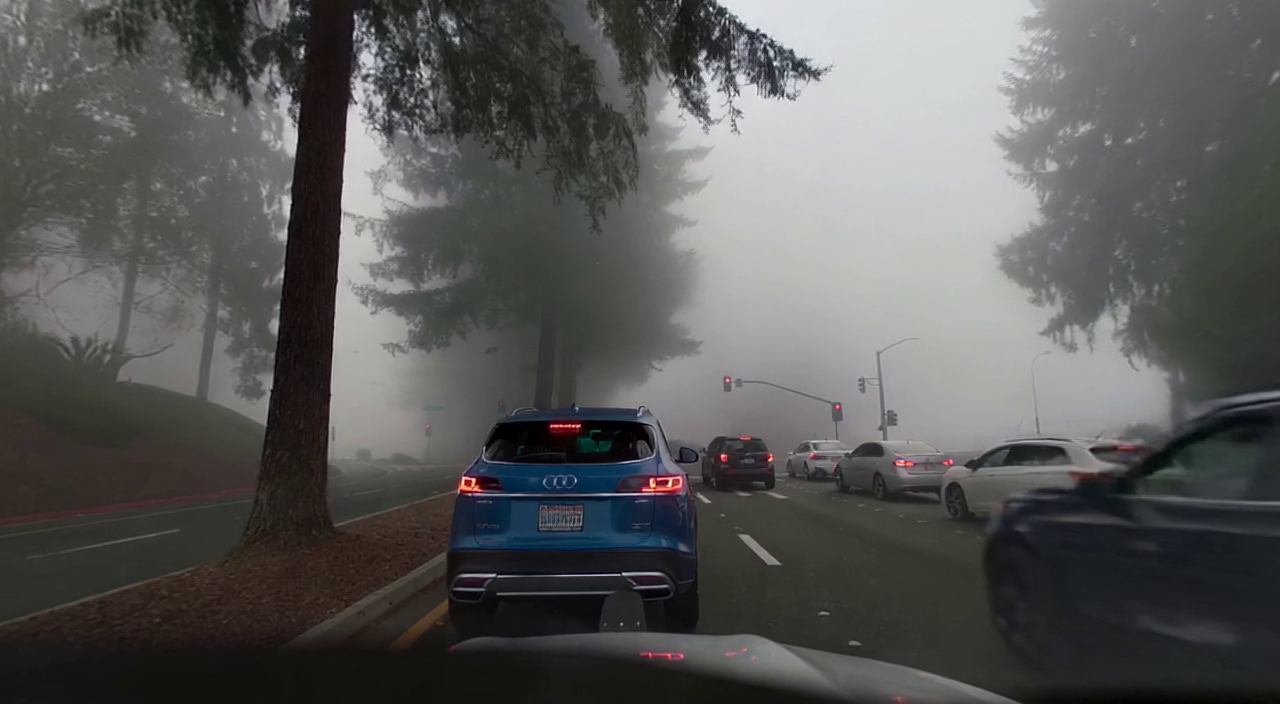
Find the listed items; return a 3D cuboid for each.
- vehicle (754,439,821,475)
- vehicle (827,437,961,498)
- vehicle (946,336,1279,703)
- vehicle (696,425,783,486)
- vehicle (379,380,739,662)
[{"bbox_3d":[6.607,4.769,28.834,1.917,1.489,4.625,0,-8,0],"label":"vehicle"},{"bbox_3d":[6.928,3.188,17.844,1.890,1.489,4.415,0,-9,-1],"label":"vehicle"},{"bbox_3d":[3.224,0.807,2.294,1.963,1.682,4.407,0,-9,0],"label":"vehicle"},{"bbox_3d":[3.336,3.603,22.238,2.200,1.909,4.853,0,-9,-1],"label":"vehicle"},{"bbox_3d":[-0.447,1.347,6.085,2.201,1.709,4.271,0,-9,2],"label":"vehicle"}]
